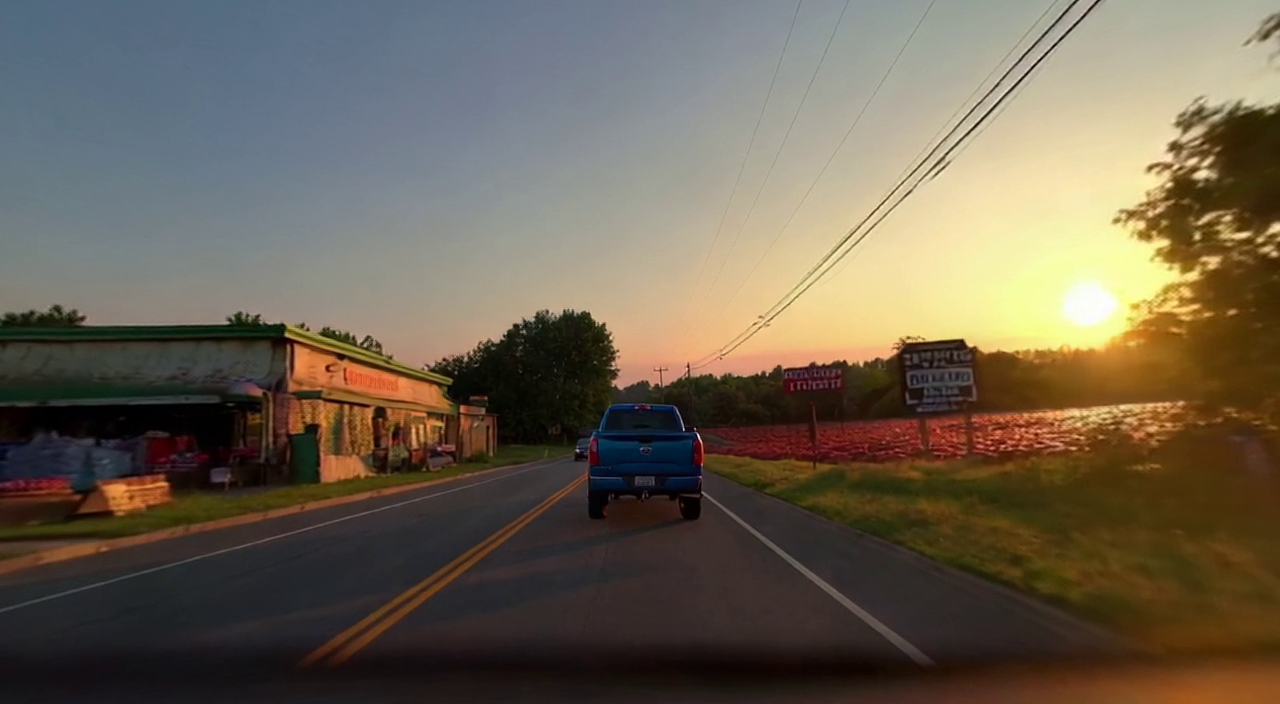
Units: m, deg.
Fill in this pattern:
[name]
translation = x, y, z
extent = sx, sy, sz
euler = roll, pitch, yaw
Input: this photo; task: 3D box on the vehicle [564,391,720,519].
[vehicle]
translation = -0.045, 2.223, 14.018
extent = 2.693, 2.223, 5.885
euler = 0, -8, -2
